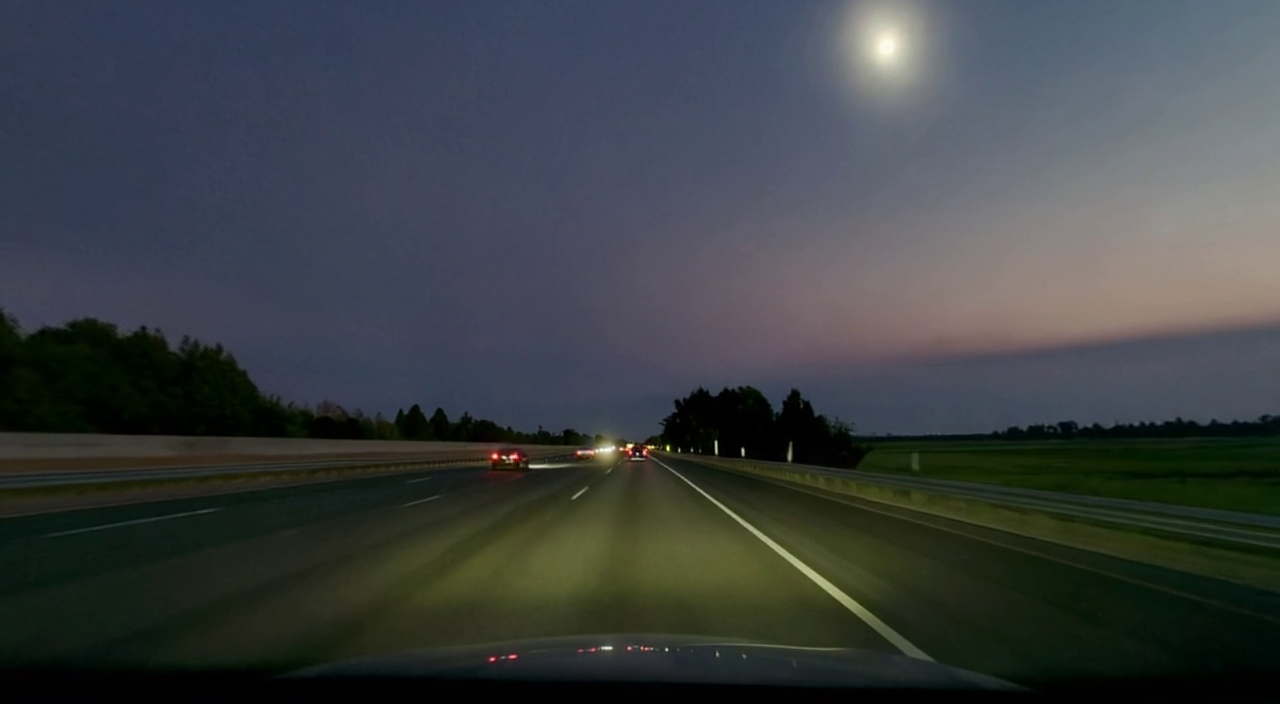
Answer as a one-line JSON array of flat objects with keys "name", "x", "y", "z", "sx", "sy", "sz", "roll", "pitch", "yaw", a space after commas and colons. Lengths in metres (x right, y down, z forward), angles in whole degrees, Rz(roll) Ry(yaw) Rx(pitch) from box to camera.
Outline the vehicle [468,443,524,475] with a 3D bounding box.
[{"name": "vehicle", "x": -7.514, "y": 5.614, "z": 33.334, "sx": 1.972, "sy": 1.603, "sz": 3.891, "roll": 0, "pitch": -8, "yaw": 1}]
